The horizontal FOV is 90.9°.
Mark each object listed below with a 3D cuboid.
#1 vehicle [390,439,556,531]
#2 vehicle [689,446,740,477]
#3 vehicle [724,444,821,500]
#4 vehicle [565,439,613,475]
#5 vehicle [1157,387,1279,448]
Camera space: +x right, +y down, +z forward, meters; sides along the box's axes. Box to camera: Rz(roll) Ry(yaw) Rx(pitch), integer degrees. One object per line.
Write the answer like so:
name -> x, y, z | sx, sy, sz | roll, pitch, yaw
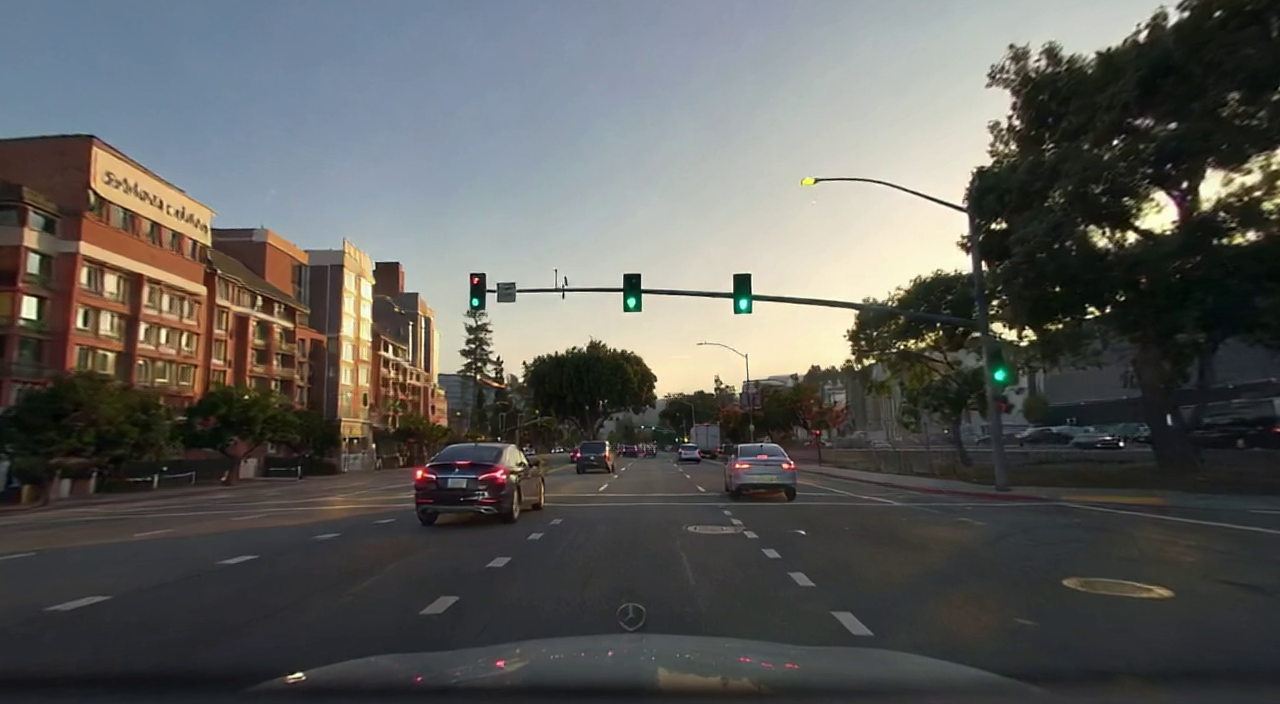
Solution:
vehicle -> -3.058, 2.531, 12.663 | 2.003, 1.509, 4.396 | 0, -8, 2
vehicle -> 3.740, 5.575, 32.336 | 2.020, 1.461, 4.326 | 0, -8, -1
vehicle -> 3.775, 3.487, 18.737 | 1.972, 1.452, 4.189 | 0, -8, 0
vehicle -> -2.683, 5.630, 34.161 | 2.137, 1.796, 4.304 | 0, -8, 1
vehicle -> 38.082, 4.336, 40.187 | 2.730, 3.464, 8.553 | -1, -8, 0
